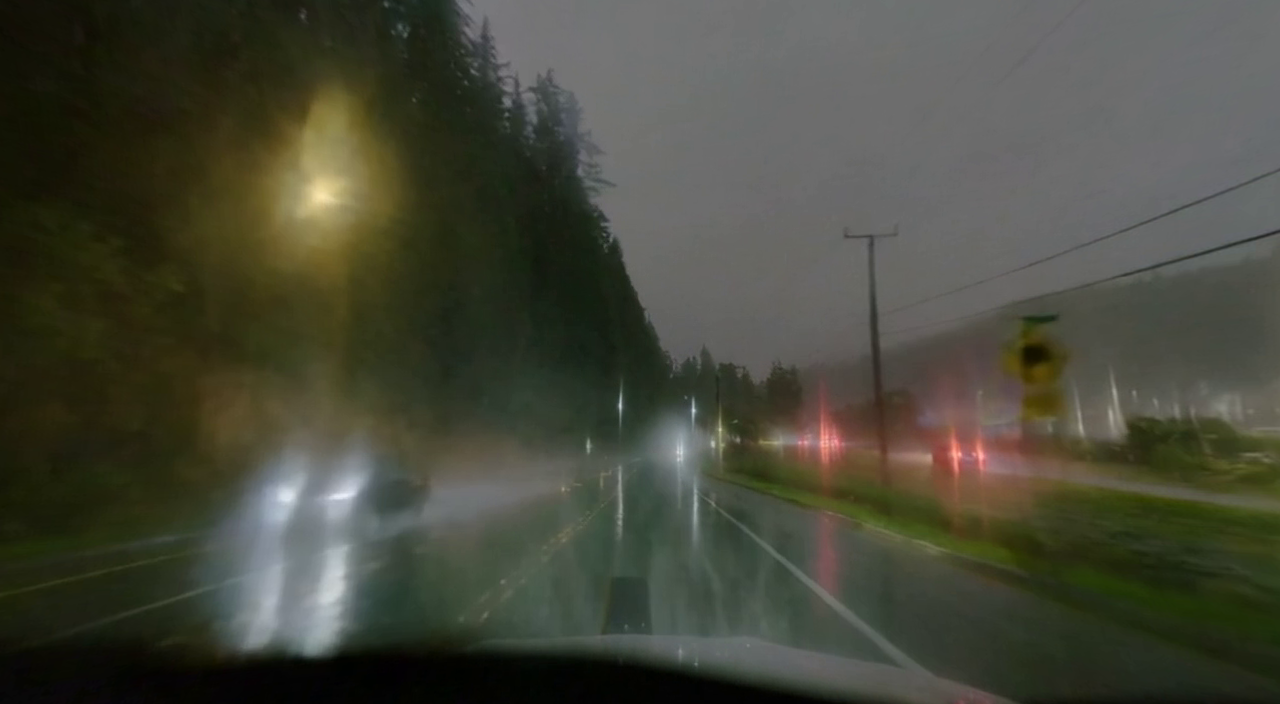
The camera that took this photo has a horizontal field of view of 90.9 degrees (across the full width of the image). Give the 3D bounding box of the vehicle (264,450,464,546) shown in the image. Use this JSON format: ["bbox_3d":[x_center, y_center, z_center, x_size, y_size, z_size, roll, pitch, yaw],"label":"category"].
[{"bbox_3d":[-5.279,2.815,12.852,2.000,1.546,4.342,-1,-8,2],"label":"vehicle"}]
